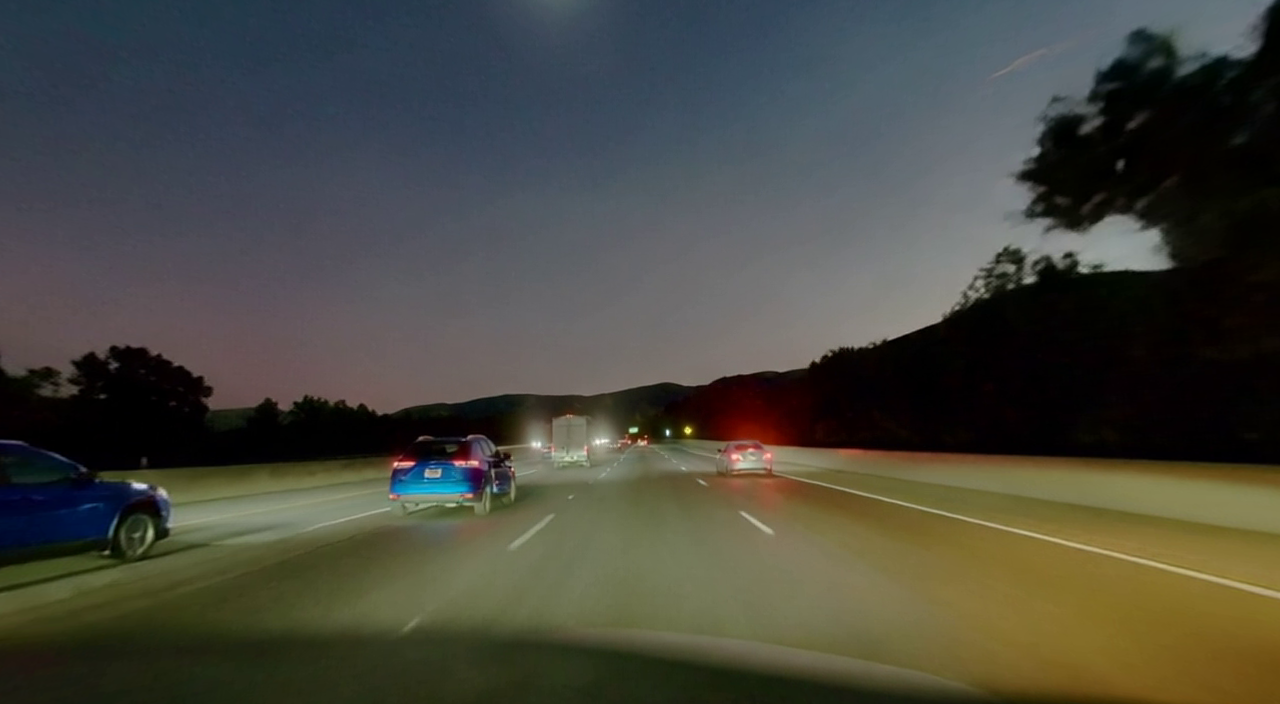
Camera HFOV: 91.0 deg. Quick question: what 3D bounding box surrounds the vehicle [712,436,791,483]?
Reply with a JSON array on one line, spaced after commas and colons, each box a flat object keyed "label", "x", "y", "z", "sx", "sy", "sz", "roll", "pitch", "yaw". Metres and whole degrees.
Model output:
[{"label": "vehicle", "x": 4.067, "y": 3.995, "z": 23.790, "sx": 2.071, "sy": 1.570, "sz": 4.637, "roll": 0, "pitch": -8, "yaw": -1}]

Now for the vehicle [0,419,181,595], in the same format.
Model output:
[{"label": "vehicle", "x": -7.045, "y": 1.440, "z": 5.807, "sx": 2.084, "sy": 1.639, "sz": 4.648, "roll": 0, "pitch": -8, "yaw": 0}]

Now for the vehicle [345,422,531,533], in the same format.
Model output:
[{"label": "vehicle", "x": -3.535, "y": 2.254, "z": 12.009, "sx": 2.080, "sy": 1.716, "sz": 4.207, "roll": 0, "pitch": -8, "yaw": 1}]

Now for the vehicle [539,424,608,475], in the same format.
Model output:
[{"label": "vehicle", "x": -3.005, "y": 4.575, "z": 29.794, "sx": 2.494, "sy": 2.136, "sz": 5.539, "roll": 0, "pitch": -8, "yaw": 2}]
